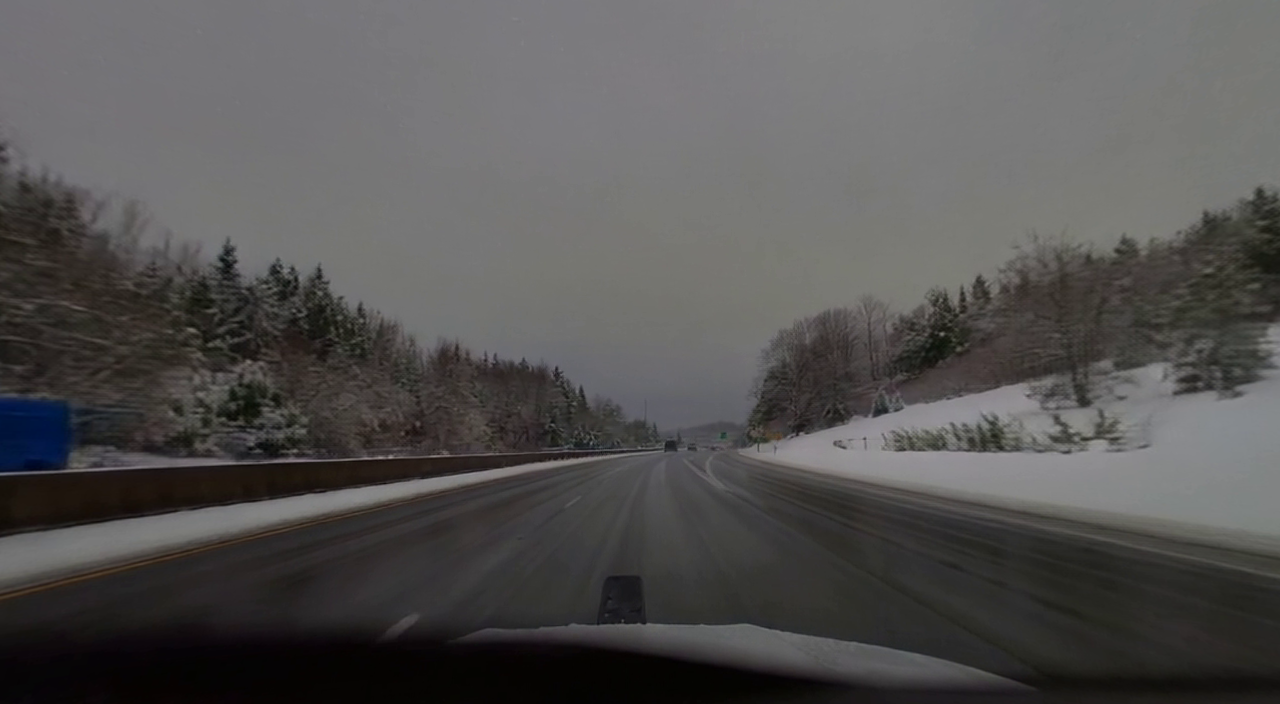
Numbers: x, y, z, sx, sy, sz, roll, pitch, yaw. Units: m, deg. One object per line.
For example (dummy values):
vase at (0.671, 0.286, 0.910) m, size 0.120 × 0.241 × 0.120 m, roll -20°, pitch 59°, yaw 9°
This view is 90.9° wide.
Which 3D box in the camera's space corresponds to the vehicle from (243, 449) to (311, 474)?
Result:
vehicle at (-25.047, 7.560, 43.670) m, size 1.955 × 1.626 × 4.310 m, roll 0°, pitch -9°, yaw 2°
